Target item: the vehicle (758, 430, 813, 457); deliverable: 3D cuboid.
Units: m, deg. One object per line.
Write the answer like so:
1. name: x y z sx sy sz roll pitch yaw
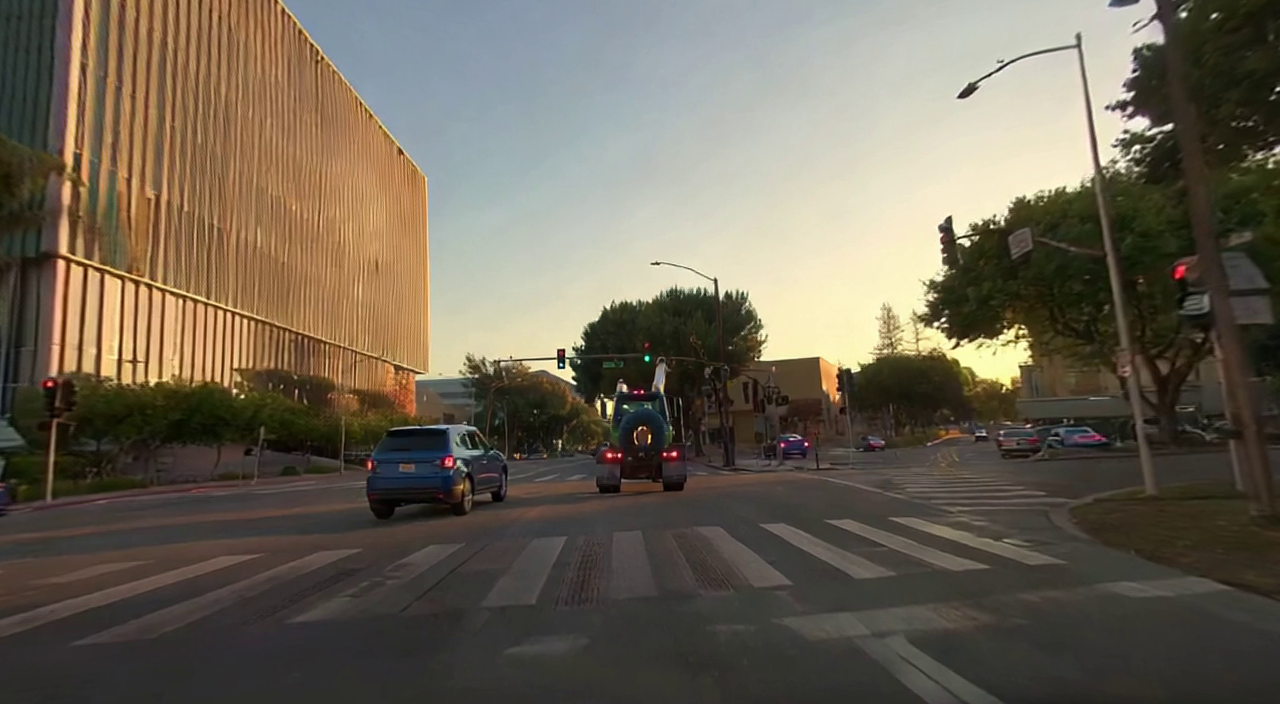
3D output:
1. vehicle: 10.464 6.613 45.758 2.186 1.783 4.716 0 -8 -10

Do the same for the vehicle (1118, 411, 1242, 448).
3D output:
1. vehicle: 28.413 4.117 33.271 4.772 1.868 2.053 1 -8 -5

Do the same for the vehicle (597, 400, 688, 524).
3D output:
1. vehicle: 0.107 3.884 23.389 2.552 3.461 11.044 -1 -8 0

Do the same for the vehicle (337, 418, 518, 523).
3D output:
1. vehicle: -3.872 2.255 12.431 2.081 1.688 4.235 0 -9 0

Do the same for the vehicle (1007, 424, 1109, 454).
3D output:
1. vehicle: 21.128 4.455 32.093 1.767 1.440 4.261 1 -9 -10

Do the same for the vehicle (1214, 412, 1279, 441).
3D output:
1. vehicle: 39.559 4.796 40.279 4.363 1.741 1.914 2 -9 -11
